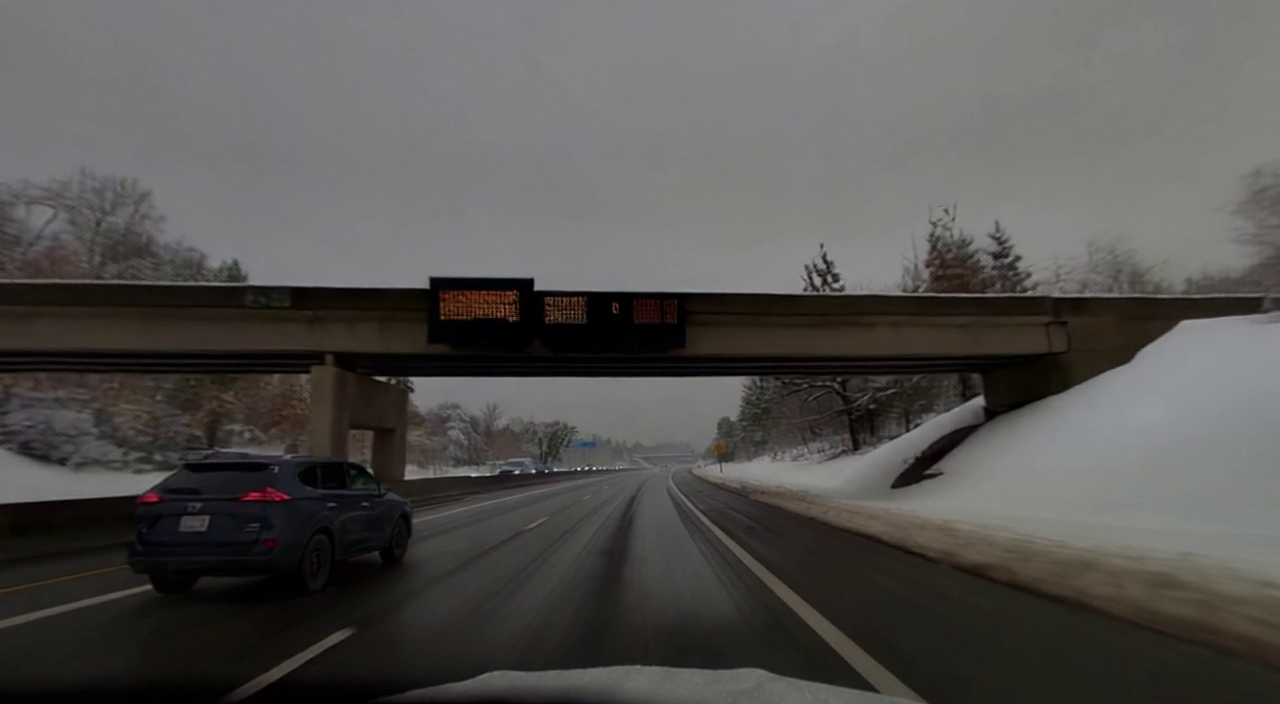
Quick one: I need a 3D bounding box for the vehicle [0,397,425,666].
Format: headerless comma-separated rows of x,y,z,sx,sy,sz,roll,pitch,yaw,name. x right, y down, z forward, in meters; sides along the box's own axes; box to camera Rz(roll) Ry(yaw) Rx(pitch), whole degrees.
-4.127,1.572,6.464,2.141,1.697,4.641,1,-10,0,vehicle
